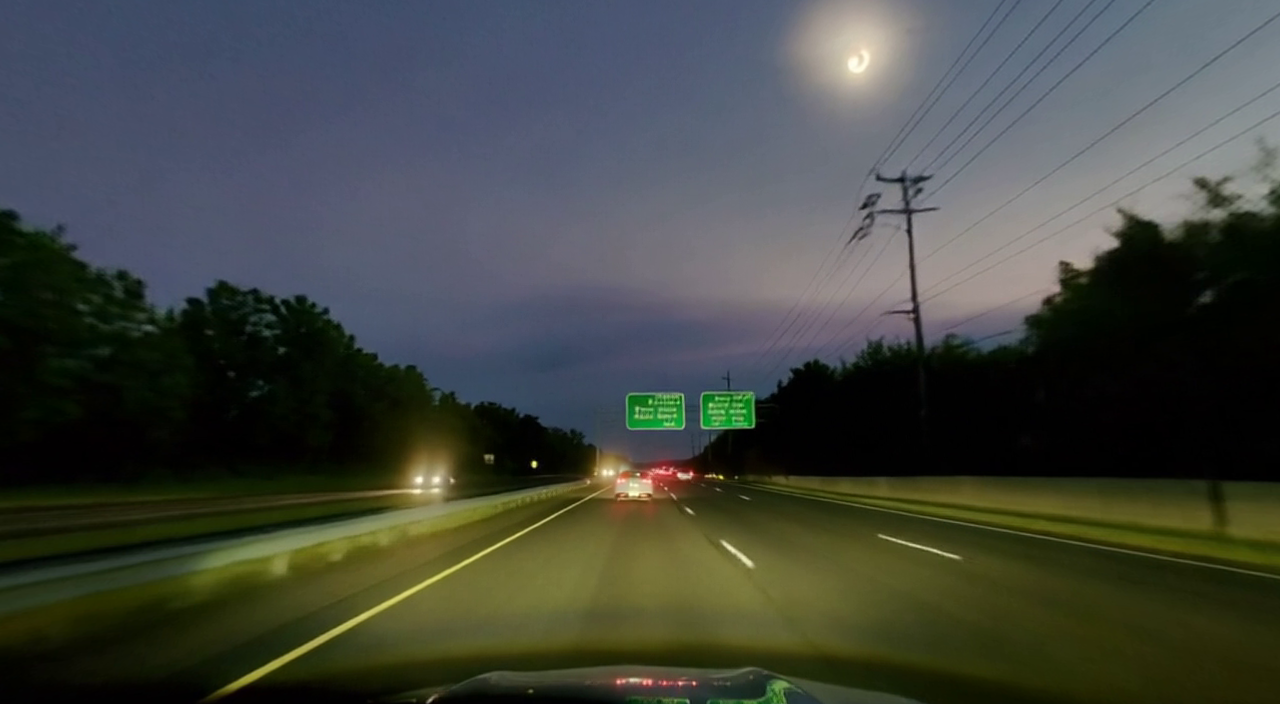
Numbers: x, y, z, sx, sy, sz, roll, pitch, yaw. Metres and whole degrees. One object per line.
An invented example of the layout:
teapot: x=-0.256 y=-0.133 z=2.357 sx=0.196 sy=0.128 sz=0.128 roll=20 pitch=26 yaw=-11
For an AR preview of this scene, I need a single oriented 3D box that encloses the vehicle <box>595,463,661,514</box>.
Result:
vehicle: x=-0.364 y=4.471 z=20.959 sx=1.987 sy=1.480 sz=3.786 roll=1 pitch=-10 yaw=0
